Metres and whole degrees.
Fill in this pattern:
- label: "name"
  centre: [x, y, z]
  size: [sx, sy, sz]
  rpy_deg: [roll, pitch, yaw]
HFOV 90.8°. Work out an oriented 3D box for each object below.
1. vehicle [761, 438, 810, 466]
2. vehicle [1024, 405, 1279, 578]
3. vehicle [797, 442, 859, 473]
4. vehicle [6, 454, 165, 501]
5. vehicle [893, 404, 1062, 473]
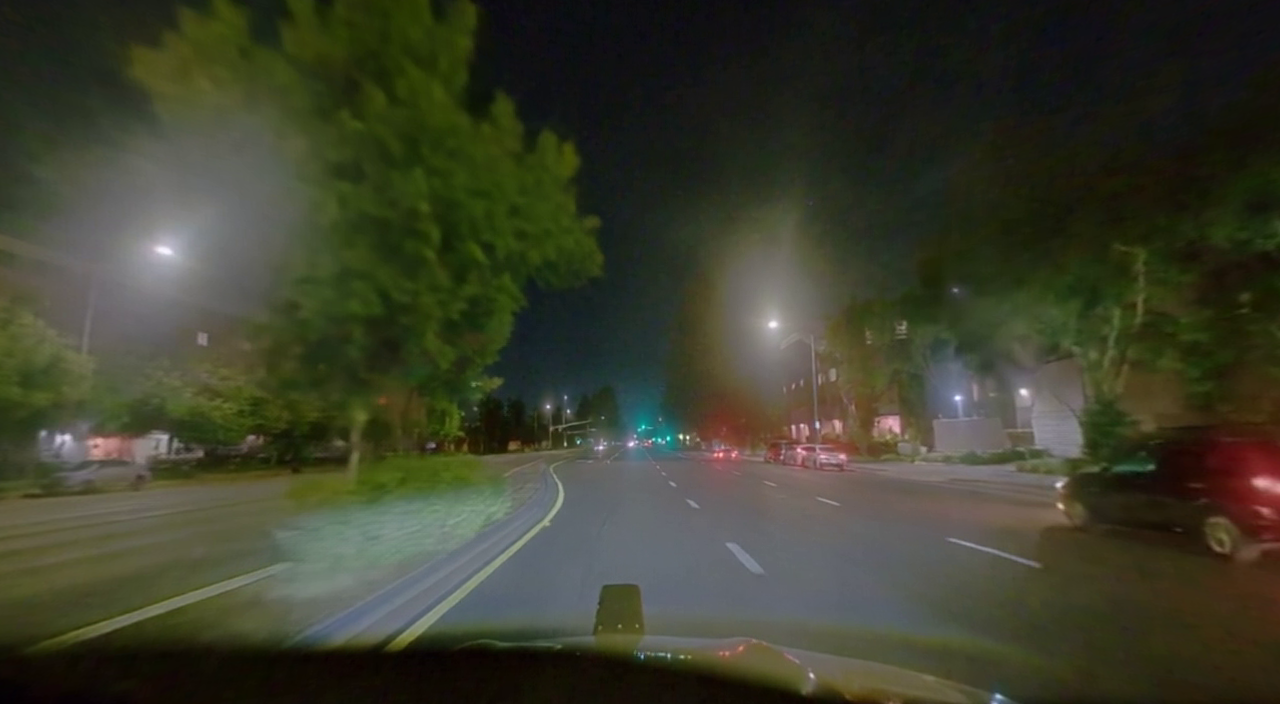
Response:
- label: "vehicle"
  centre: [10.080, 6.958, 44.219]
  size: [2.092, 1.848, 4.879]
  rpy_deg: [0, -9, -2]
- label: "vehicle"
  centre: [7.052, 1.524, 7.329]
  size: [2.053, 1.628, 4.717]
  rpy_deg: [0, -9, -2]
- label: "vehicle"
  centre: [10.294, 5.775, 34.835]
  size: [1.931, 1.565, 4.043]
  rpy_deg: [1, -8, -4]
- label: "vehicle"
  centre: [-20.609, 4.636, 23.818]
  size: [1.945, 1.469, 4.539]
  rpy_deg: [-1, -8, -1]
- label: "vehicle"
  centre: [17.136, 4.457, 32.444]
  size: [6.927, 3.298, 2.751]
  rpy_deg: [0, -8, 0]
